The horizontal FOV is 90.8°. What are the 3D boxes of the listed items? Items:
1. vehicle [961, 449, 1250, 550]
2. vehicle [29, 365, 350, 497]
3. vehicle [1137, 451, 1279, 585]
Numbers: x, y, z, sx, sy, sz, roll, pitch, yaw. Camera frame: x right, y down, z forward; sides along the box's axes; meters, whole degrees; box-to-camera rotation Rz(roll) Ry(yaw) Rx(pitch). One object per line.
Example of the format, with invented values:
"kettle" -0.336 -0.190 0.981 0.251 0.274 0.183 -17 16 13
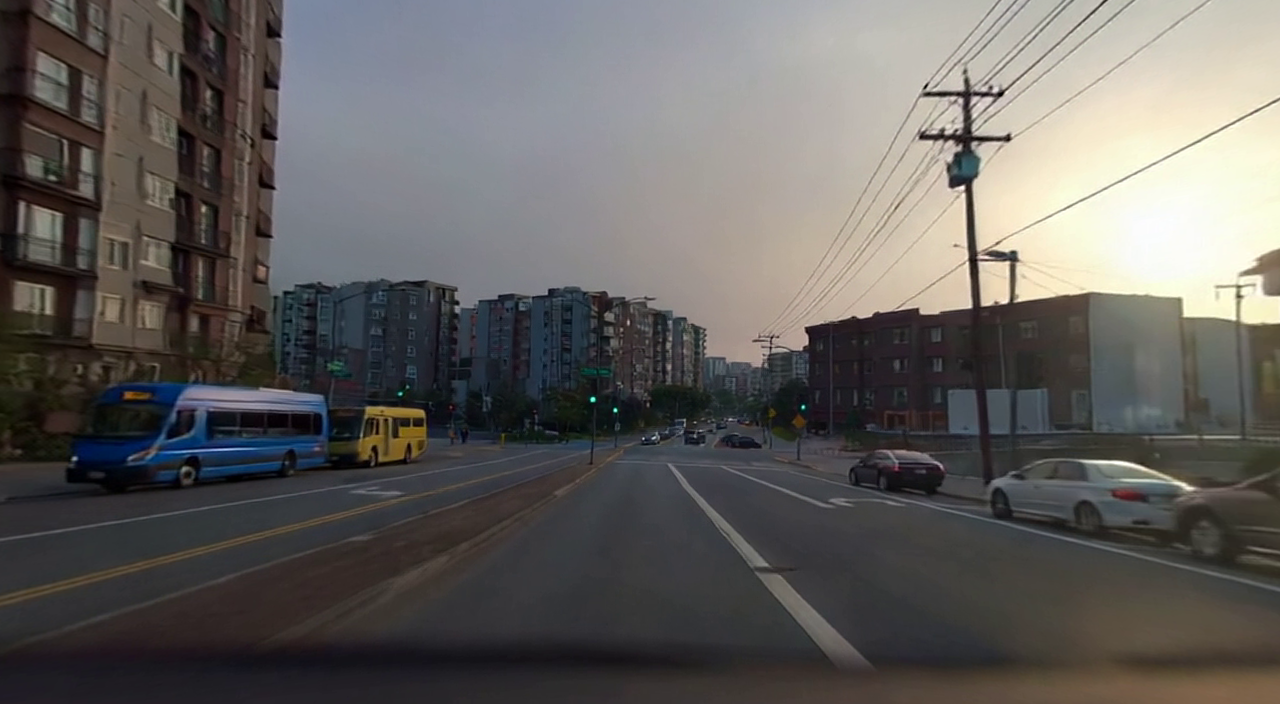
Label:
"vehicle" 8.235 2.582 11.880 1.914 1.473 4.507 0 -8 -1
"vehicle" -13.653 2.703 20.961 3.060 3.307 9.997 0 -8 1
"vehicle" 8.183 1.821 6.714 1.996 1.473 4.740 0 -8 1
